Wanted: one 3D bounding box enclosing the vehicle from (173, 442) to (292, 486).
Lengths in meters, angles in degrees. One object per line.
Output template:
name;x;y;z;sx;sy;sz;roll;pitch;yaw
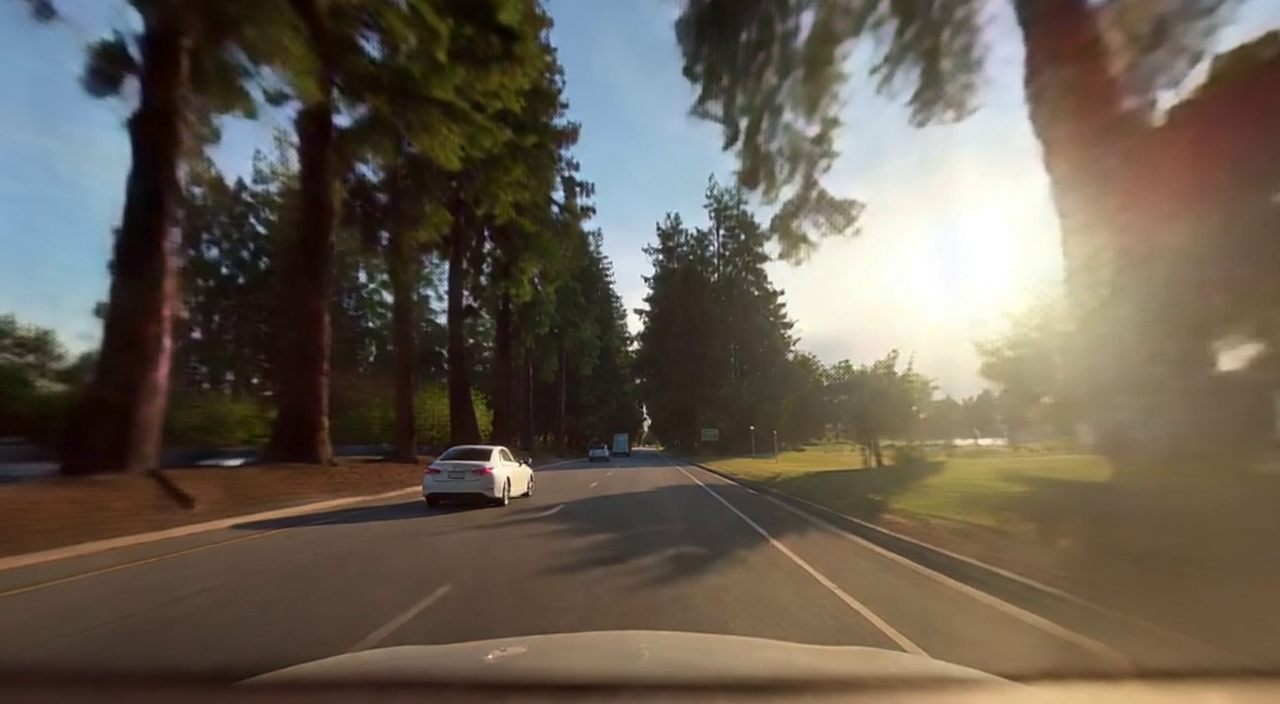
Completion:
vehicle;-17.736;4.872;27.756;2.016;1.742;4.660;0;-9;1

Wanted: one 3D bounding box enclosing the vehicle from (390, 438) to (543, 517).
vehicle;-3.626;2.720;14.171;2.033;1.454;4.512;0;-9;2
